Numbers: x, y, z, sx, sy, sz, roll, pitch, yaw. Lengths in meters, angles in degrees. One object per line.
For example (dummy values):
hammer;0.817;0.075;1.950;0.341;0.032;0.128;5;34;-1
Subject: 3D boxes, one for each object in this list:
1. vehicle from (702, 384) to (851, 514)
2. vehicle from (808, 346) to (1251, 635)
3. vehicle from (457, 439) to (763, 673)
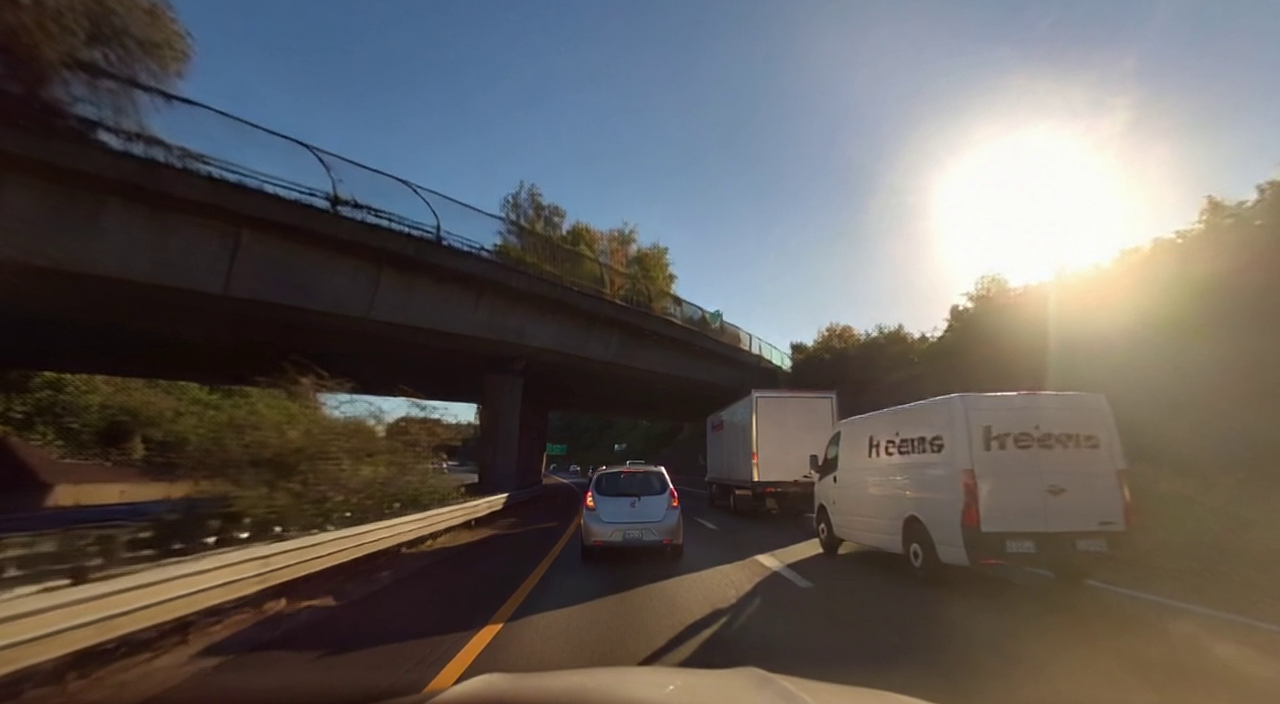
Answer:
vehicle;4.774;4.030;25.228;2.936;3.972;11.144;1;-11;-3
vehicle;4.151;1.697;8.318;2.328;2.537;5.290;1;-11;-1
vehicle;-0.241;1.660;5.891;1.980;1.493;3.410;1;-11;-2
